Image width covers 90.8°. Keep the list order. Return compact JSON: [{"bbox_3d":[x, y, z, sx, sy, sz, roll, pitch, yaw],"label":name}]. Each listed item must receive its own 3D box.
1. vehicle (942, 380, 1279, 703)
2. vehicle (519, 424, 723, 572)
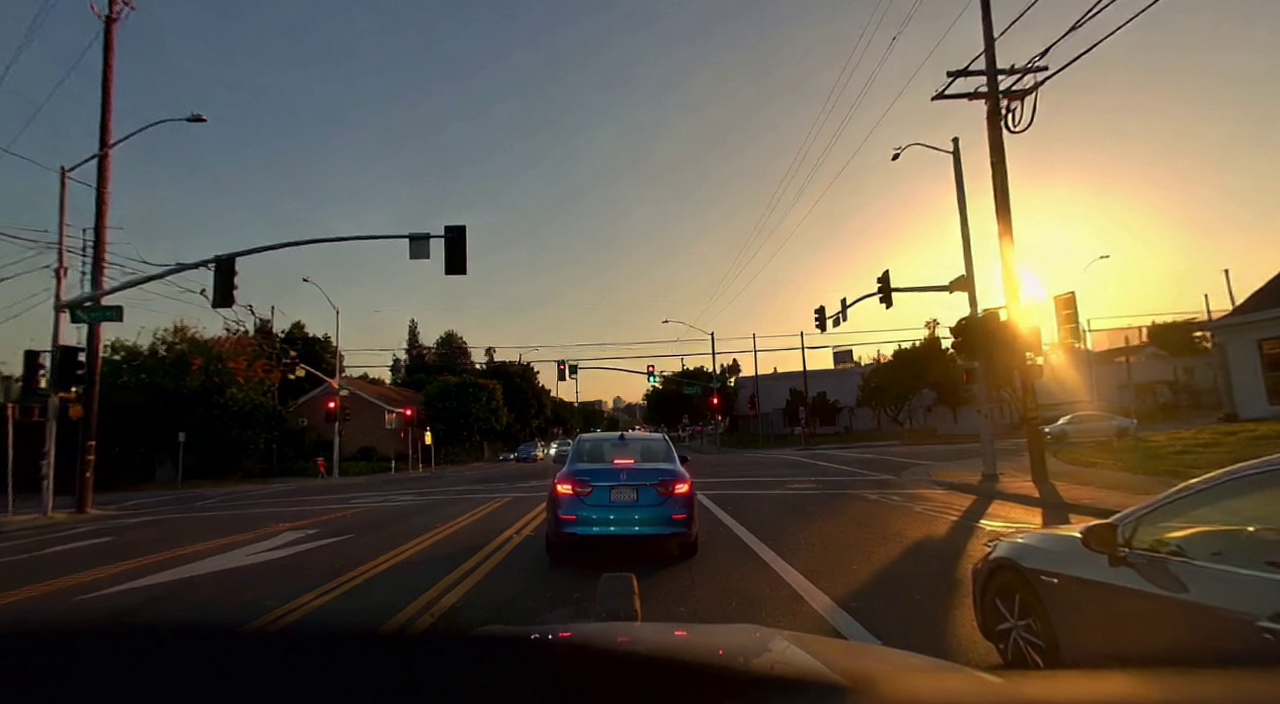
[{"bbox_3d":[2.925,0.882,2.232,1.860,1.494,3.707,0,-8,0],"label":"vehicle"},{"bbox_3d":[-0.225,1.793,8.581,2.061,1.485,4.196,0,-8,-1],"label":"vehicle"}]
